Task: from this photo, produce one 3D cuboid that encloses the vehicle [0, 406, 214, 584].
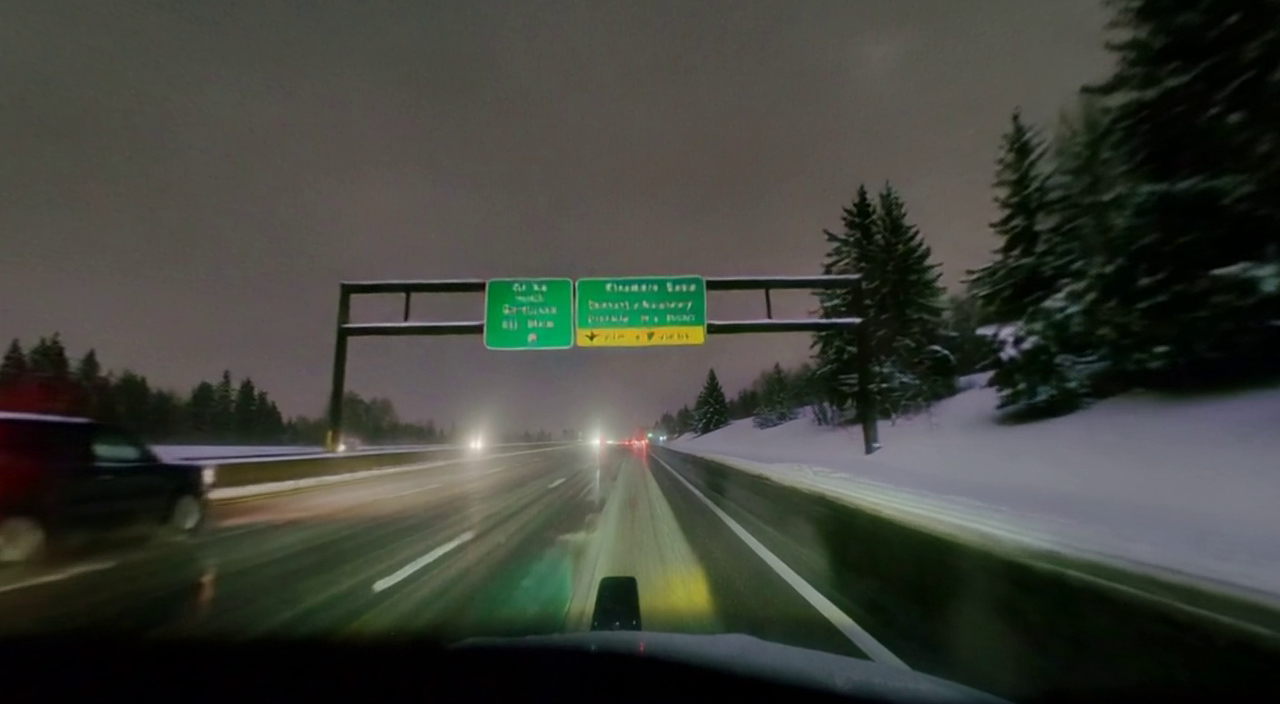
[{"bbox_3d":[-7.068,1.425,6.478,2.111,1.662,4.630,0,-8,-1],"label":"vehicle"}]
